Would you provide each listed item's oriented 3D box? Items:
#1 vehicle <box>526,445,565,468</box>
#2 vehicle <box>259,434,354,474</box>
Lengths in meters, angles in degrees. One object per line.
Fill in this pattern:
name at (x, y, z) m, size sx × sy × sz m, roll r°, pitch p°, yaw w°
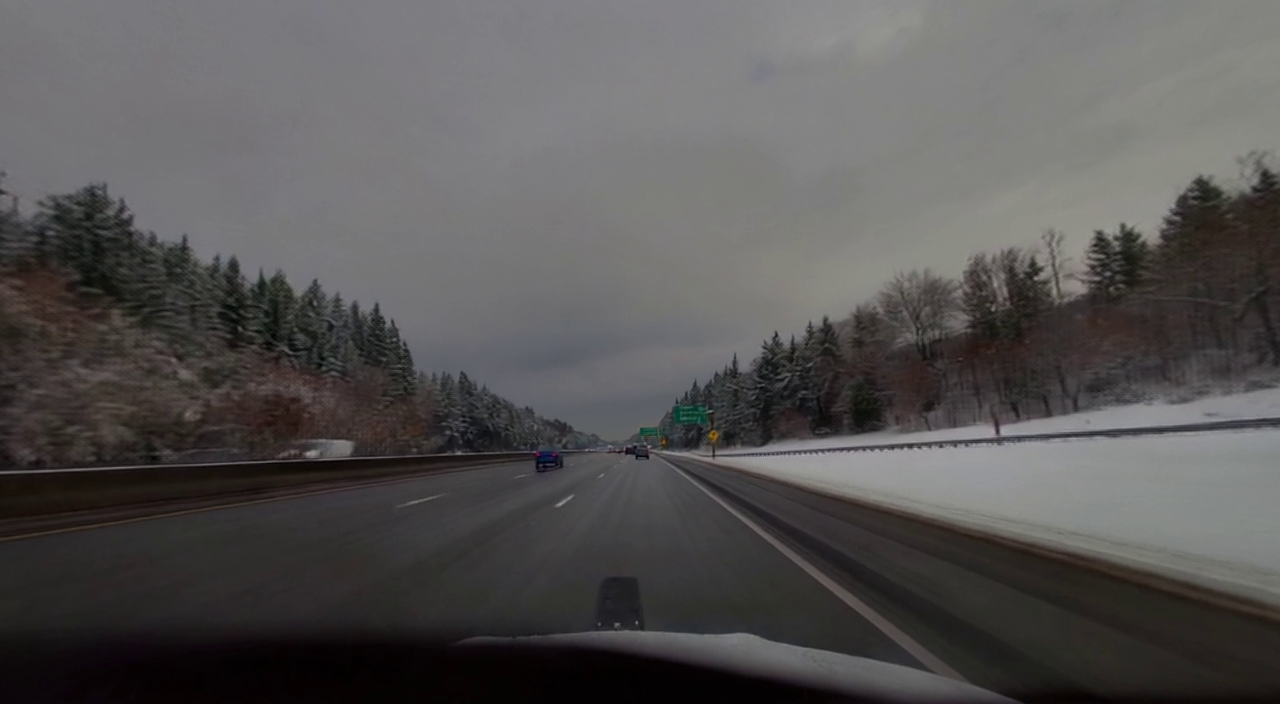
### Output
vehicle at (-6.930, 7.736, 46.804) m, size 2.094 × 1.579 × 4.655 m, roll 0°, pitch -8°, yaw 1°
vehicle at (-21.475, 6.598, 41.053) m, size 2.362 × 2.345 × 6.916 m, roll 0°, pitch -8°, yaw 1°
